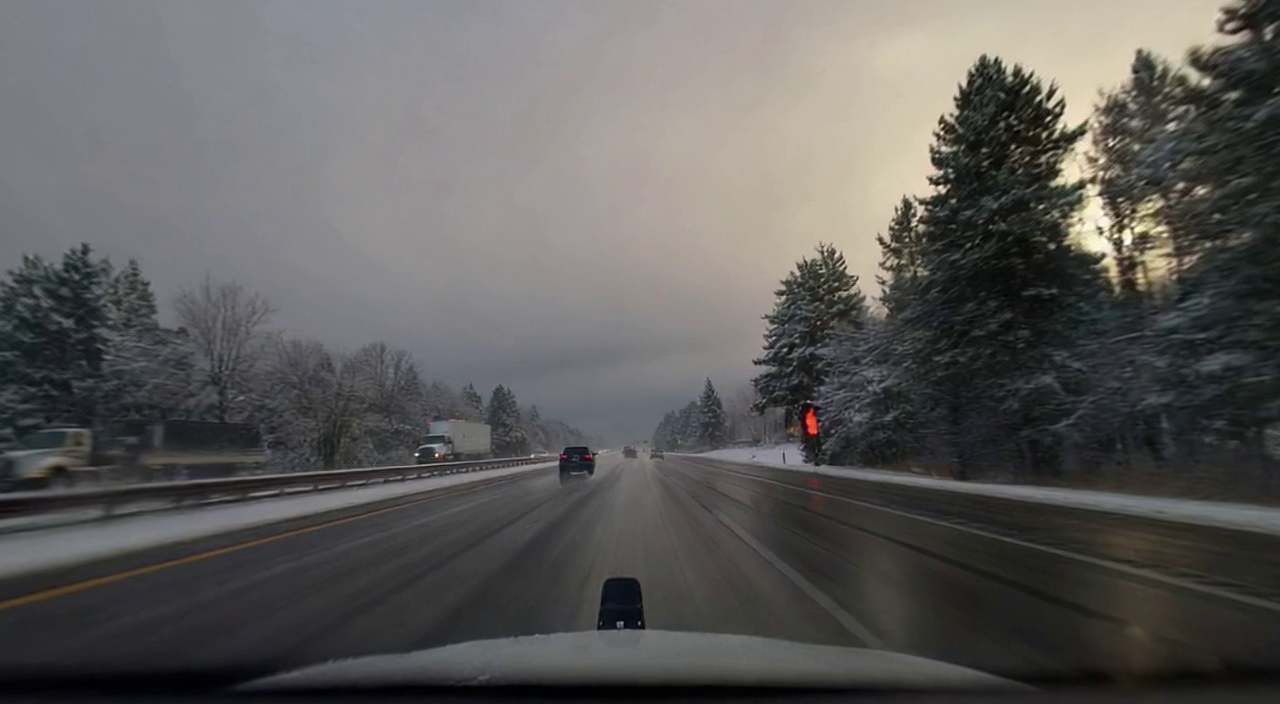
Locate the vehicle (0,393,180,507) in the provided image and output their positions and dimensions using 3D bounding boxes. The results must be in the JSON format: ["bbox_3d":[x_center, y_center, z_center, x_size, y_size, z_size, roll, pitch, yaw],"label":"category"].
[{"bbox_3d":[-22.745,3.943,25.477,3.087,3.948,6.786,0,-9,-2],"label":"vehicle"}]

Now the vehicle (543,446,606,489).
[{"bbox_3d":[-2.441,4.429,24.513,1.916,1.494,4.335,0,-9,1],"label":"vehicle"}]
